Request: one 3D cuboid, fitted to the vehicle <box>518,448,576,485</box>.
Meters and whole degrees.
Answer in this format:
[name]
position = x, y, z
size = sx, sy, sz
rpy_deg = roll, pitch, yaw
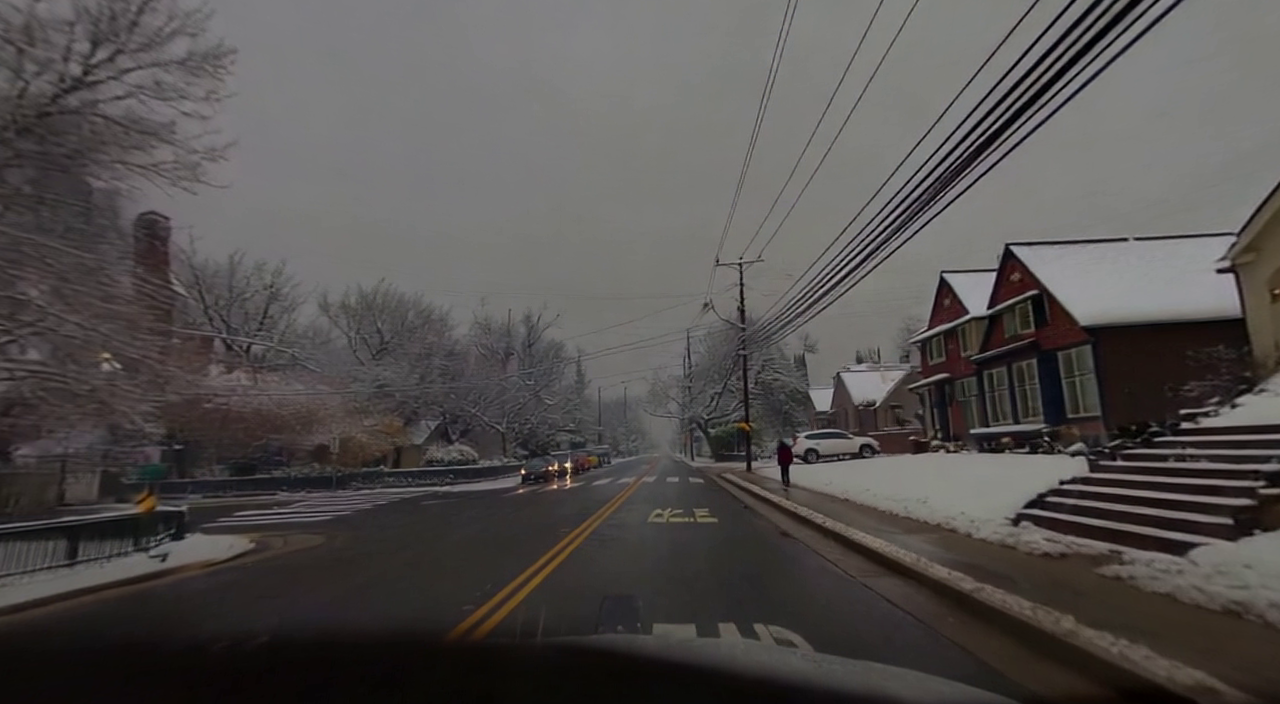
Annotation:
[vehicle]
position = -4.812, 5.970, 33.380
size = 2.203, 1.787, 4.704
rpy_deg = -1, -8, 2
